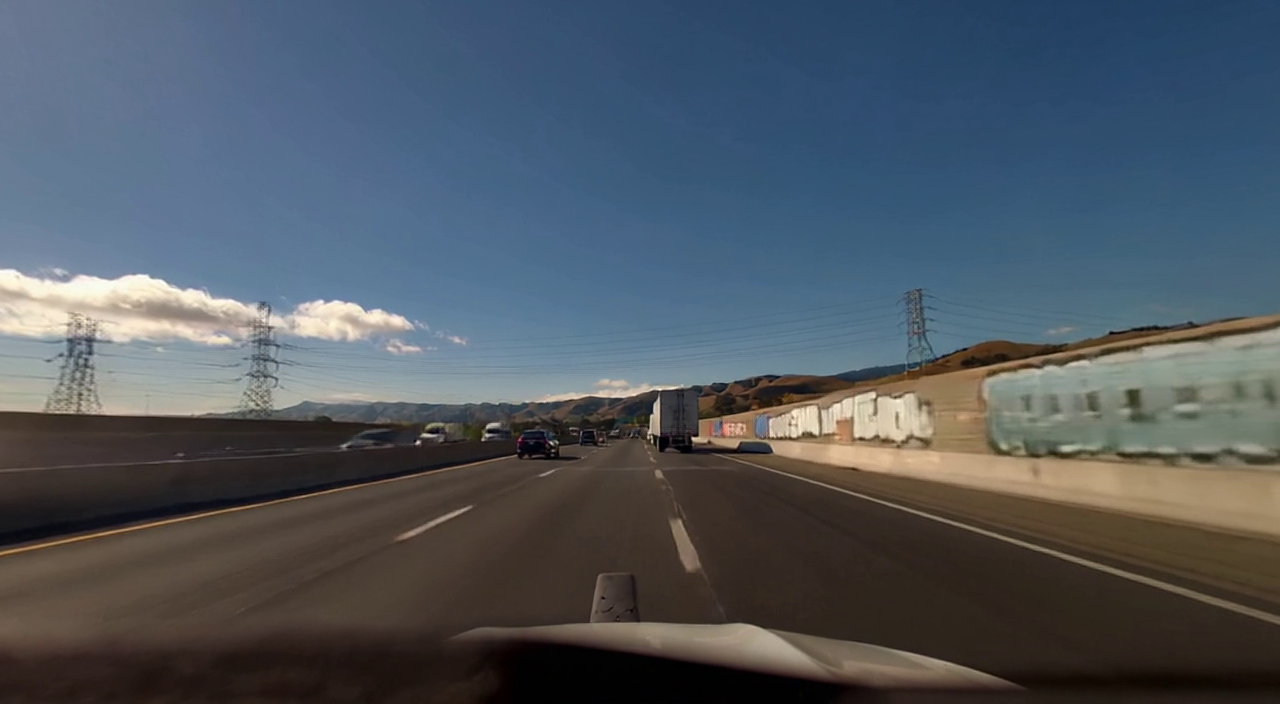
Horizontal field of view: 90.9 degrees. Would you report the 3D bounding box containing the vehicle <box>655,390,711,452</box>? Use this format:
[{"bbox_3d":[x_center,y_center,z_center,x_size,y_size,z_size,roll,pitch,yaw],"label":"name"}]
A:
[{"bbox_3d":[2.807,5.014,44.839,3.060,3.842,11.095,0,-8,-1],"label":"vehicle"}]

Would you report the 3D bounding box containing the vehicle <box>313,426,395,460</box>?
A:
[{"bbox_3d":[-16.180,5.181,36.028,2.118,1.765,5.524,0,-8,0],"label":"vehicle"}]

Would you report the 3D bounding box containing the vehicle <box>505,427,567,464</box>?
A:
[{"bbox_3d":[-4.517,4.134,28.065,1.965,1.486,4.448,0,-8,0],"label":"vehicle"}]
